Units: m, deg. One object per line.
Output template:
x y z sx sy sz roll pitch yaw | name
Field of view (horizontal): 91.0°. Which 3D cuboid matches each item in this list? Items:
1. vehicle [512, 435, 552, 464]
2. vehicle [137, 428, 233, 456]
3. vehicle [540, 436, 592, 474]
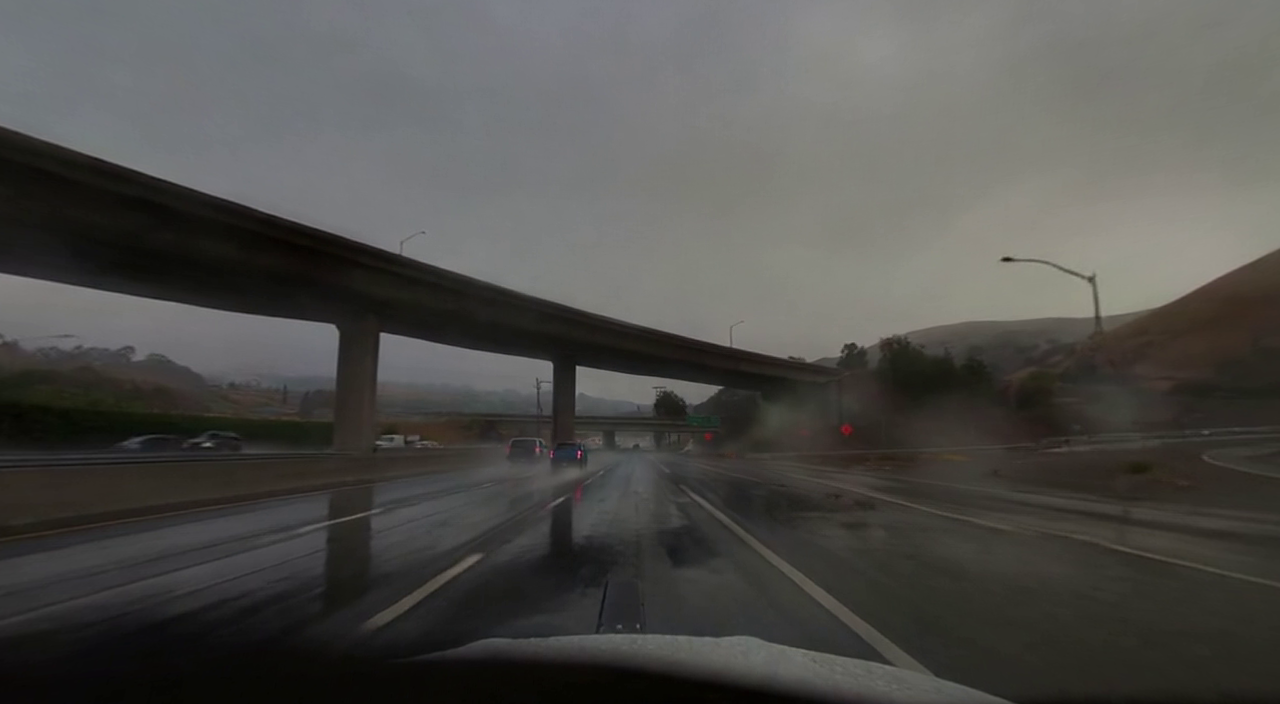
-7.909 7.167 46.355 2.132 1.984 4.639 0 -9 0 | vehicle
-30.263 6.082 42.144 2.108 1.733 5.604 -1 -9 2 | vehicle
-3.868 5.490 33.679 2.144 1.847 4.850 0 -9 1 | vehicle
